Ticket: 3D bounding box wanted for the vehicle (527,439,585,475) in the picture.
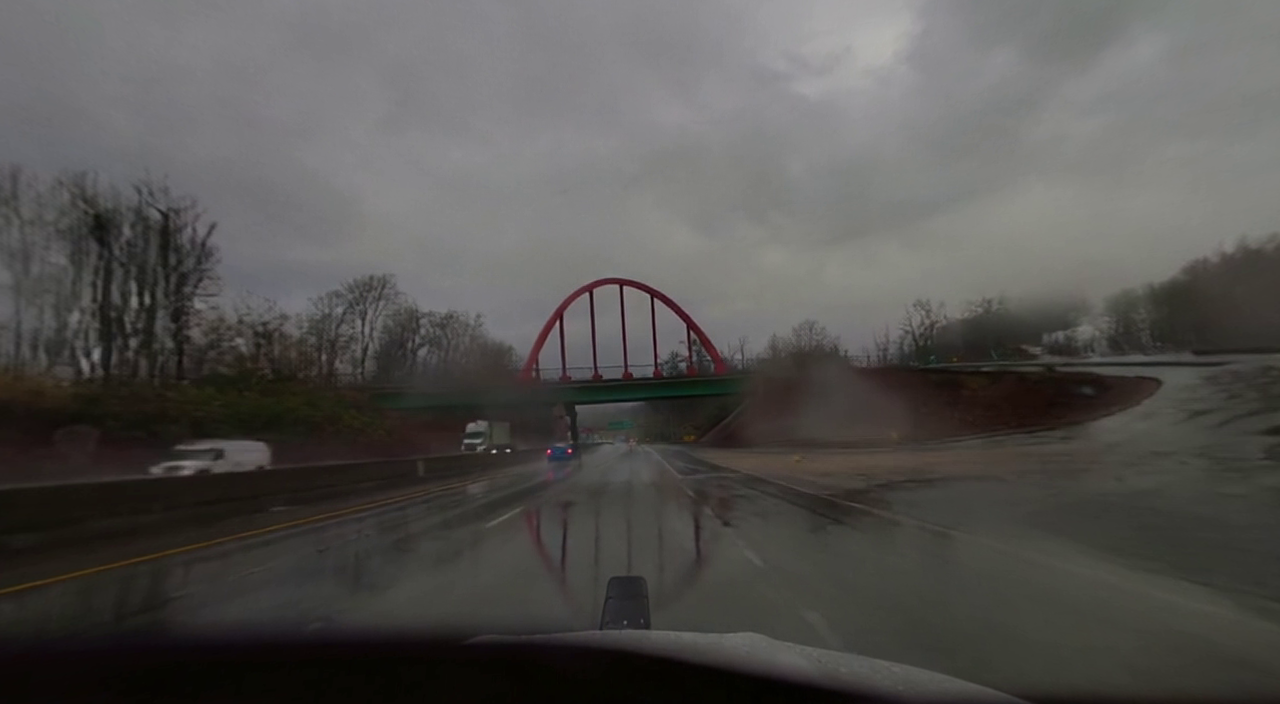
[{"bbox_3d":[-3.869,4.913,29.633,2.052,1.556,4.405,0,-8,1],"label":"vehicle"}]
